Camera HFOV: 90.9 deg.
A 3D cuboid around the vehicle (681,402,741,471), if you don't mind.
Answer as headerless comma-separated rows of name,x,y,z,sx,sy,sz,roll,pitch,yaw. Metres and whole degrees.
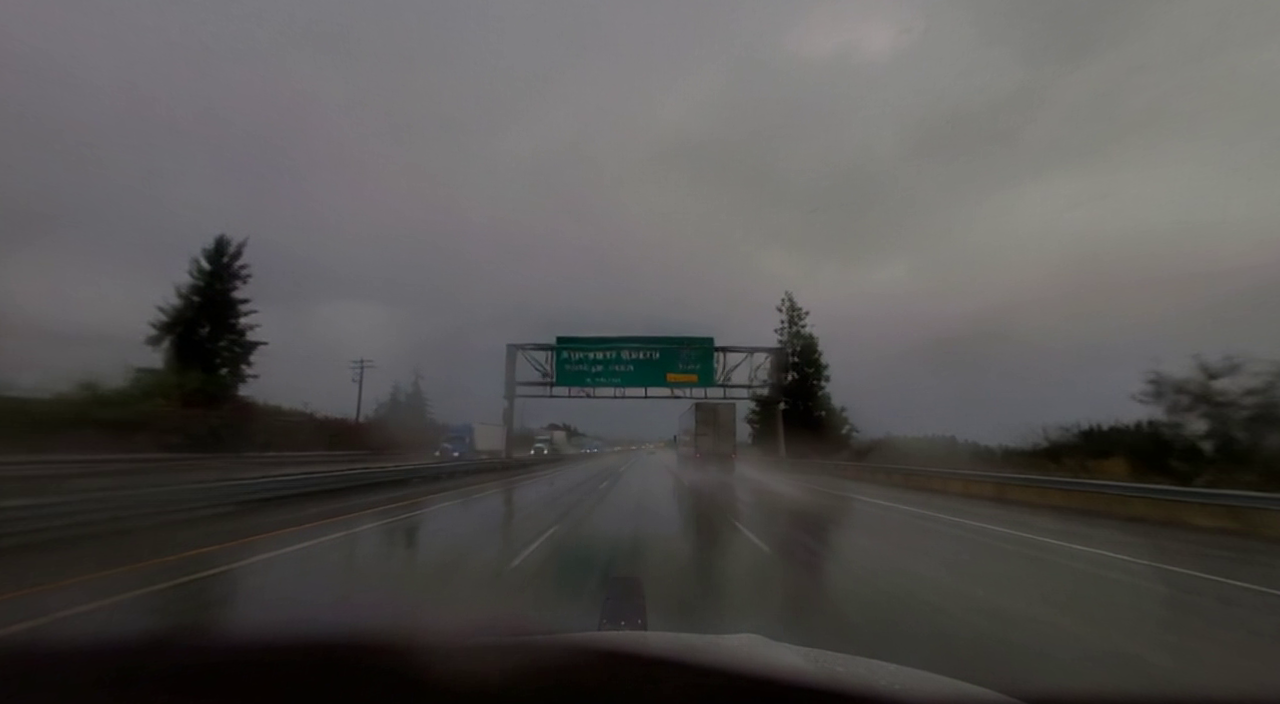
vehicle,4.671,6.108,44.585,2.784,4.080,13.516,-1,-9,0
